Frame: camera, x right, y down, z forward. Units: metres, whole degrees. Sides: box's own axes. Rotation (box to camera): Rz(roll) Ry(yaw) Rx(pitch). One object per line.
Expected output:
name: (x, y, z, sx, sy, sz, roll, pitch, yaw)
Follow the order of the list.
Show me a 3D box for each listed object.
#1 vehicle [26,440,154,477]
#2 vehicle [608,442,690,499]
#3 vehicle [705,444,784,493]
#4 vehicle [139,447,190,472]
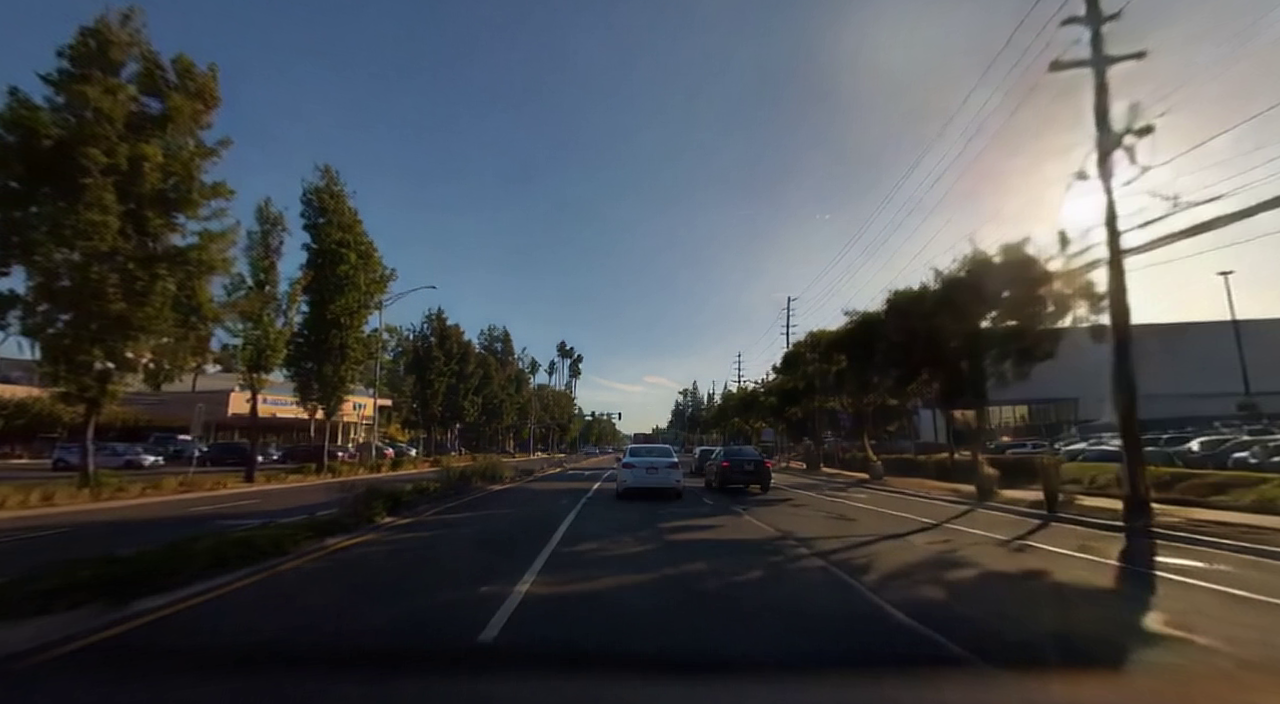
vehicle: (-30.146, 5.836, 34.660, 4.687, 1.894, 2.149, 2, -9, -11)
vehicle: (0.183, 3.414, 18.594, 2.144, 1.473, 4.028, 0, -8, -1)
vehicle: (3.428, 3.886, 21.440, 1.985, 1.489, 4.036, 0, -8, -1)
vehicle: (-30.120, 6.783, 39.963, 1.939, 1.459, 3.953, 5, -10, -28)
